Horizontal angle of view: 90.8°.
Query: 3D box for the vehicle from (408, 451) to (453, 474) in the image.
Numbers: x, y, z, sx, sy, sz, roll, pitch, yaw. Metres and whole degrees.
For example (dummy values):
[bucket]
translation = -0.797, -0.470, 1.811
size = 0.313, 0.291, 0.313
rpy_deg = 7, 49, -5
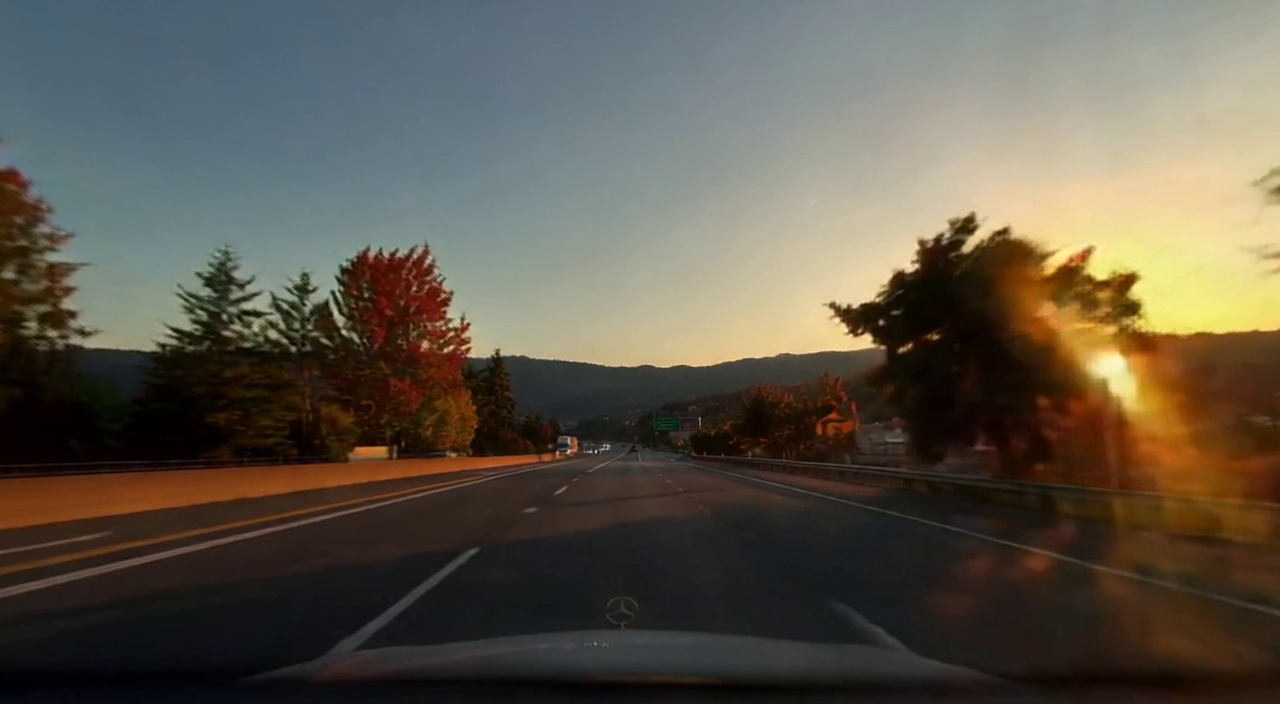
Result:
[vehicle]
translation = -14.362, 7.568, 43.431
size = 1.822, 1.480, 3.962
rpy_deg = 0, -9, -1
